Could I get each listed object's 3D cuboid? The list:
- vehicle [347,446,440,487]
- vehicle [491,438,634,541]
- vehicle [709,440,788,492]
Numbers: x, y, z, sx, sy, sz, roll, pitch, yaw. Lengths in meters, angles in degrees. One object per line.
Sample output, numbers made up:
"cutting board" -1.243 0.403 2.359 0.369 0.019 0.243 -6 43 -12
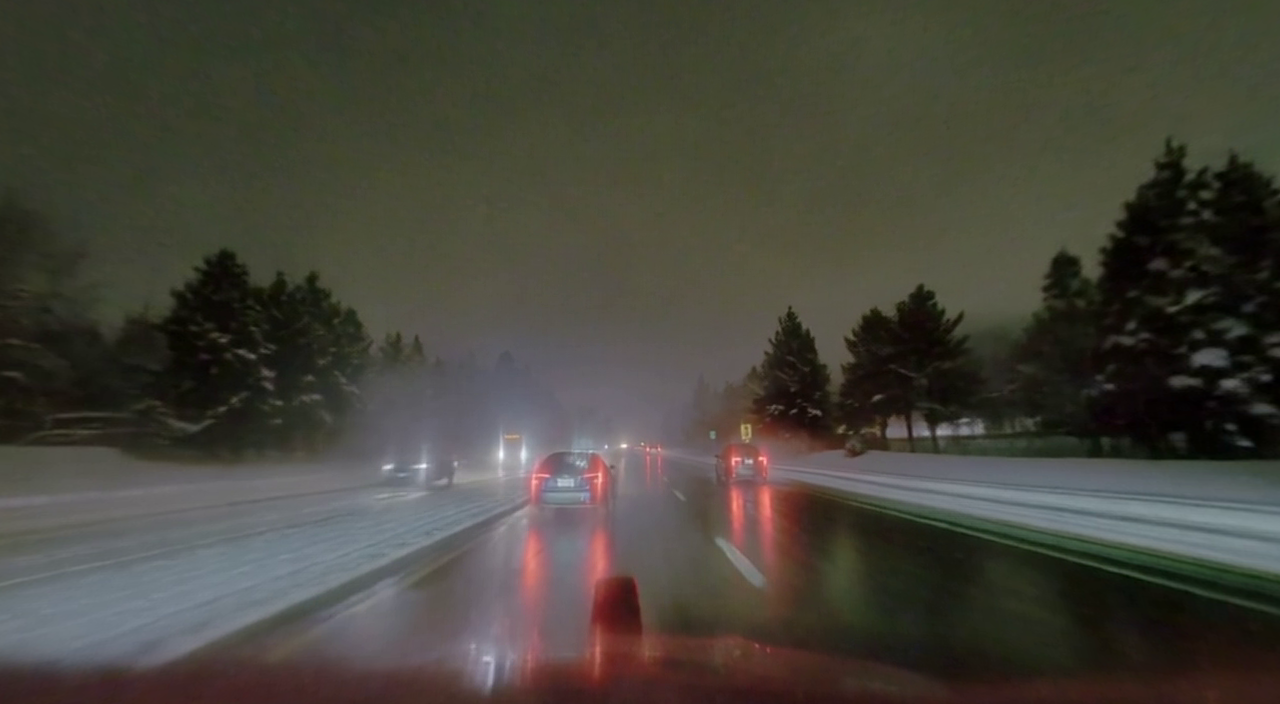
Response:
"vehicle" -9.846 4.593 25.486 1.903 1.510 4.561 0 -9 0
"vehicle" -1.153 2.347 11.327 2.013 1.479 4.169 0 -9 1
"vehicle" 3.501 3.749 20.932 1.910 1.554 3.718 0 -9 -1
